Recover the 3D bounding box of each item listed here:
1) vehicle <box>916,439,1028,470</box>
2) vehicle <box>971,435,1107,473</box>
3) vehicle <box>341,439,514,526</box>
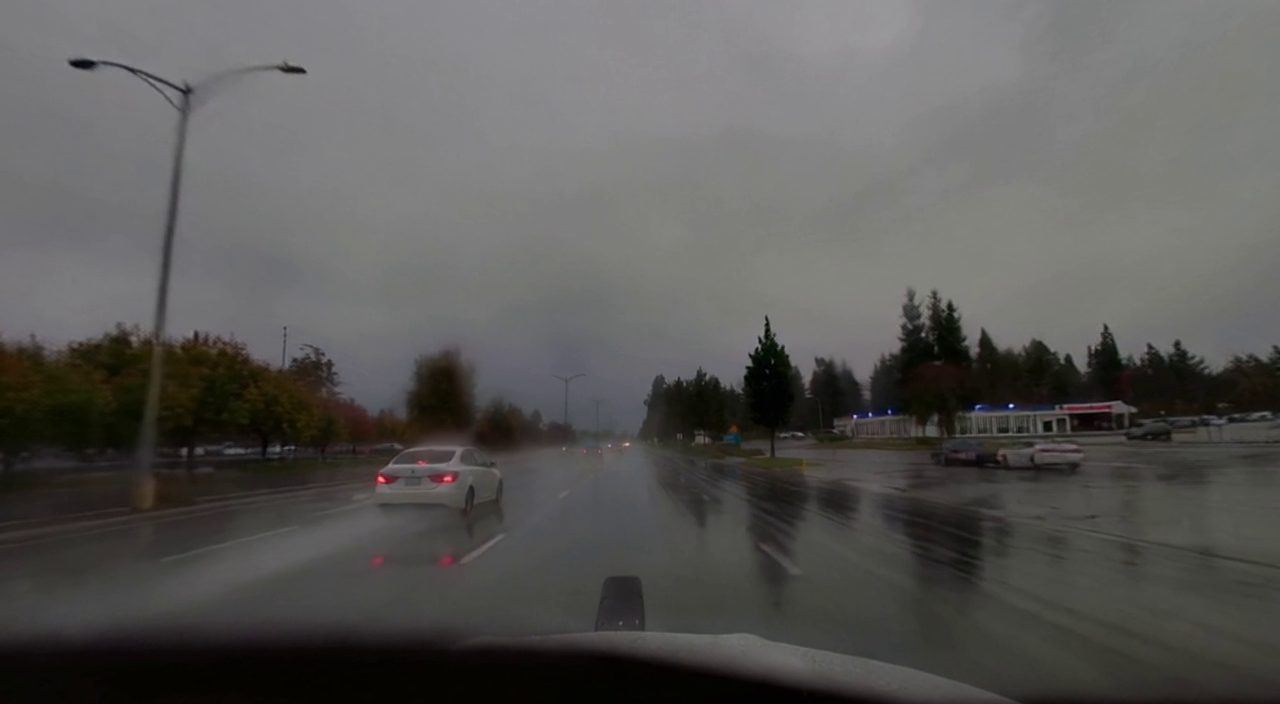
[{"bbox_3d":[16.332,5.063,31.246,4.429,1.459,1.967,0,-9,1],"label":"vehicle"},{"bbox_3d":[16.102,4.141,25.672,4.197,1.466,1.930,0,-9,-2],"label":"vehicle"},{"bbox_3d":[-4.085,2.571,13.073,2.003,1.454,4.484,0,-9,0],"label":"vehicle"}]
